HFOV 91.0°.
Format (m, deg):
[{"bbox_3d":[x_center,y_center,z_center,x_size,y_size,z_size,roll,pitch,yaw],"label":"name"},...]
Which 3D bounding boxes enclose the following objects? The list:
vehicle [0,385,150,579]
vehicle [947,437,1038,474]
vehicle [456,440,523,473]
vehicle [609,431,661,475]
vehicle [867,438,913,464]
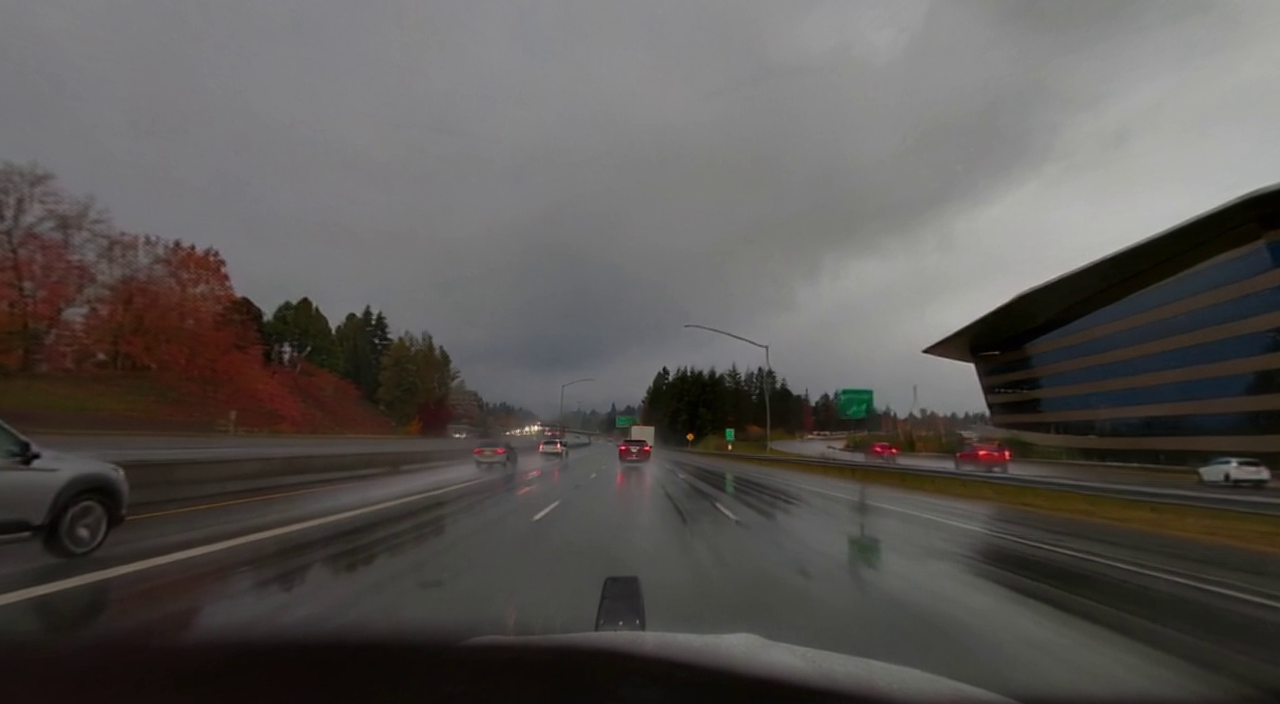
[{"bbox_3d":[-7.172,1.119,5.228,2.146,1.834,4.999,0,-9,0],"label":"vehicle"},{"bbox_3d":[17.328,5.099,31.291,2.019,1.657,4.582,0,-9,3],"label":"vehicle"},{"bbox_3d":[-7.323,5.130,31.105,2.074,1.495,4.643,0,-9,1],"label":"vehicle"},{"bbox_3d":[-0.220,4.742,29.765,2.245,1.863,4.801,0,-9,0],"label":"vehicle"},{"bbox_3d":[18.973,7.516,48.029,2.242,1.835,4.667,-1,-9,8],"label":"vehicle"}]
